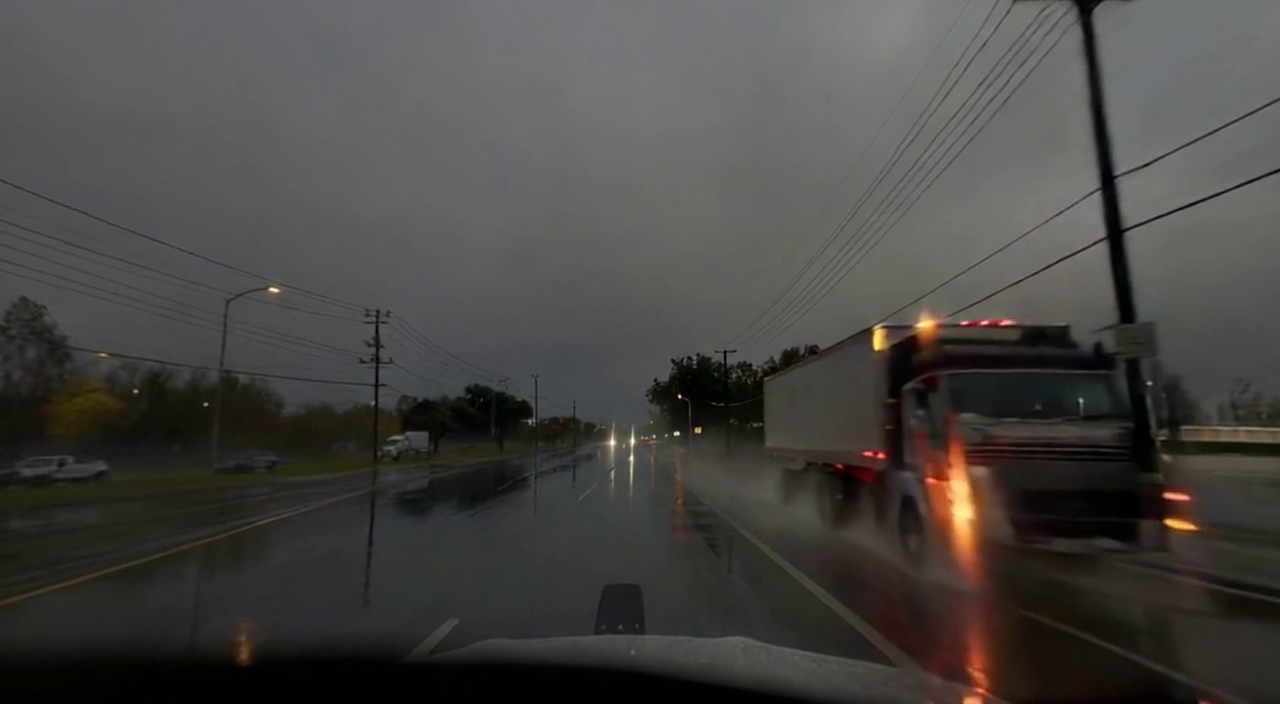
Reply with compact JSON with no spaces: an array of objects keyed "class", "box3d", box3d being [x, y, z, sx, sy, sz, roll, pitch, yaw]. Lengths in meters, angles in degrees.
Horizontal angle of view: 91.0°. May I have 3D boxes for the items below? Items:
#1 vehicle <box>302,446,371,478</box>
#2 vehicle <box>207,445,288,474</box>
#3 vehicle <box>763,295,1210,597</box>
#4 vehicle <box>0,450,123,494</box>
[{"class":"vehicle","box3d":[-18.537,6.694,38.667,1.948,1.844,4.235,0,-8,2]},{"class":"vehicle","box3d":[-25.398,6.925,40.951,2.020,1.763,4.637,-1,-8,5]},{"class":"vehicle","box3d":[3.960,1.380,9.598,2.706,2.880,7.117,0,-8,0]},{"class":"vehicle","box3d":[-25.480,5.112,27.306,1.950,1.658,4.576,0,-8,5]}]
